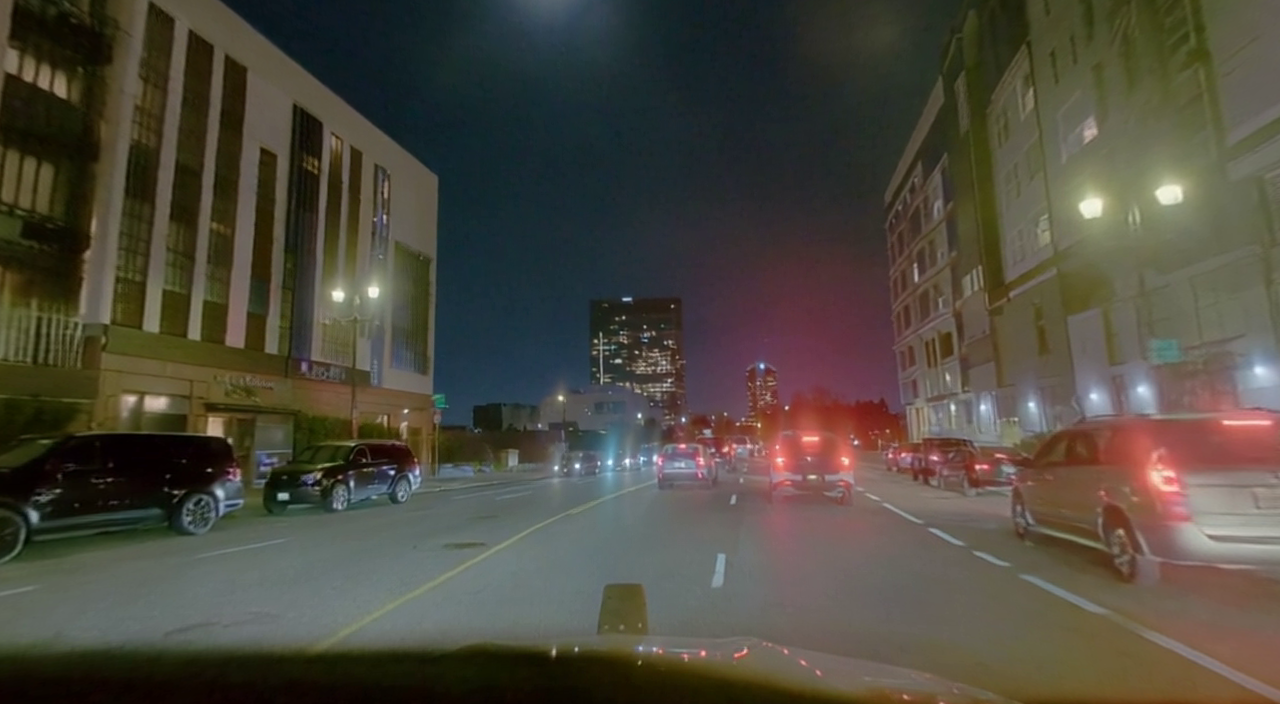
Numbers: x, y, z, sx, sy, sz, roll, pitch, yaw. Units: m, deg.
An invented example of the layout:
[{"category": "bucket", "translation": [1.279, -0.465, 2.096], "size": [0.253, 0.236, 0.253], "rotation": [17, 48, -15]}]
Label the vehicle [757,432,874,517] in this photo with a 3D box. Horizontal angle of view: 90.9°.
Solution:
[{"category": "vehicle", "translation": [3.599, 2.517, 13.544], "size": [1.982, 1.510, 4.144], "rotation": [-2, -8, 11]}]

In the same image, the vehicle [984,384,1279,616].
[{"category": "vehicle", "translation": [5.713, 1.428, 7.046], "size": [2.088, 1.775, 4.454], "rotation": [-3, -8, 14]}]

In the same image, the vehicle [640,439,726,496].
[{"category": "vehicle", "translation": [1.356, 3.261, 18.291], "size": [2.031, 1.461, 3.763], "rotation": [-2, -8, 10]}]

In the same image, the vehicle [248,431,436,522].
[{"category": "vehicle", "translation": [-7.427, 3.067, 16.318], "size": [1.934, 1.770, 4.546], "rotation": [-10, -9, 11]}]

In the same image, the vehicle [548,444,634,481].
[{"category": "vehicle", "translation": [-2.131, 4.975, 28.768], "size": [1.928, 1.503, 4.322], "rotation": [-5, -9, 27]}]

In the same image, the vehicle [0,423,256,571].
[{"category": "vehicle", "translation": [-8.824, 2.083, 9.688], "size": [2.070, 1.854, 4.985], "rotation": [-2, -8, 11]}]
